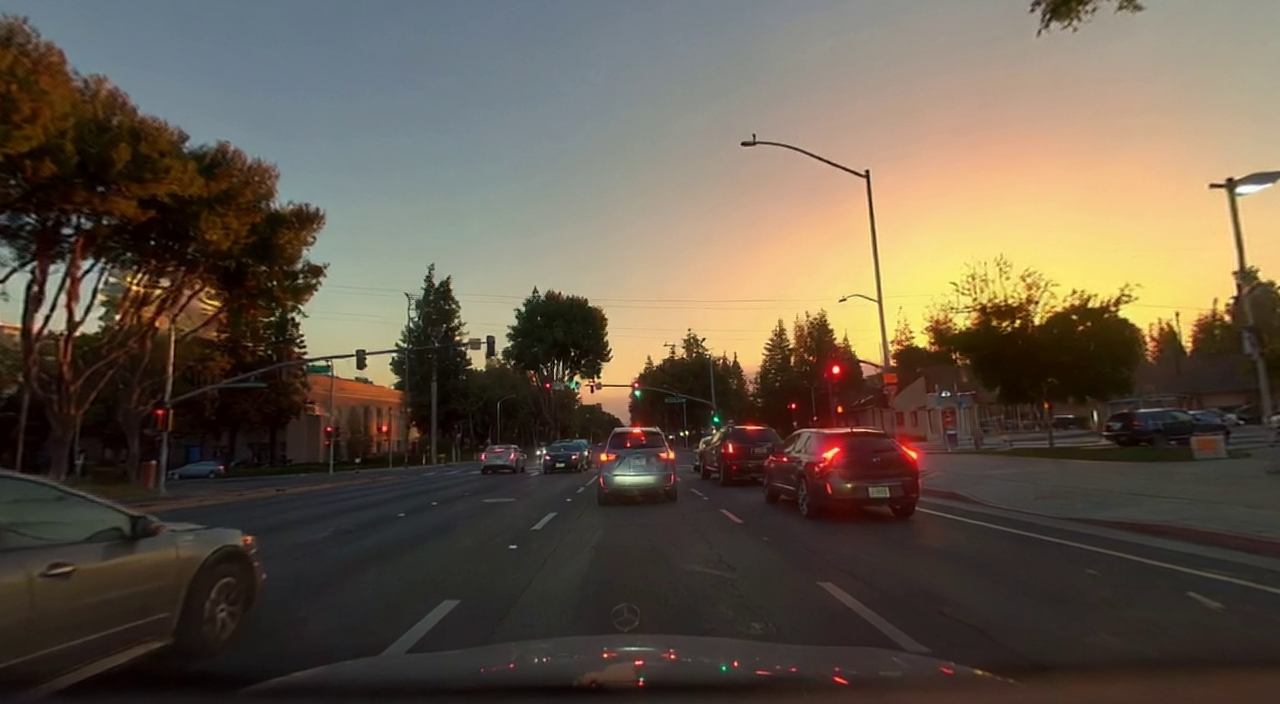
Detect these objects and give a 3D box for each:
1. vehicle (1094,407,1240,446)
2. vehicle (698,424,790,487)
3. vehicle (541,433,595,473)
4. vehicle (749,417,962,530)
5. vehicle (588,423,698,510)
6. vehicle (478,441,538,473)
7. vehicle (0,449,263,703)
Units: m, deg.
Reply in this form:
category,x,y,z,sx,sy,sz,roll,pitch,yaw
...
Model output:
category,x,y,z,sx,sy,sz,roll,pitch,yaw
vehicle,24.032,3.442,28.948,4.854,1.712,2.017,0,-9,-1
vehicle,3.257,3.382,20.889,2.144,1.802,4.609,0,-9,-1
vehicle,-3.406,4.889,30.808,2.106,1.778,4.444,0,-9,0
vehicle,3.614,2.150,11.728,2.198,1.660,4.512,0,-9,-2
vehicle,-0.025,2.537,14.404,2.146,1.685,4.003,0,-9,-2
vehicle,-6.473,5.210,31.507,1.954,1.473,4.350,0,-9,1
vehicle,-3.527,1.005,2.128,1.980,1.321,4.113,0,-9,0
